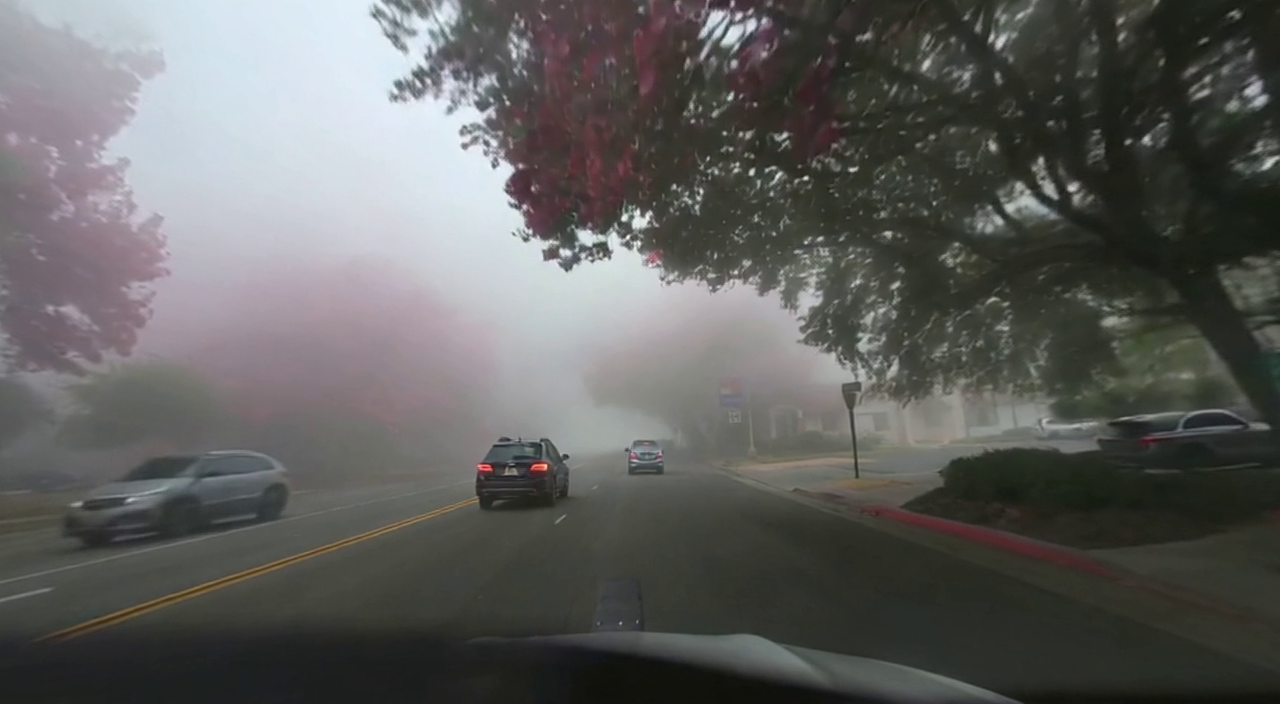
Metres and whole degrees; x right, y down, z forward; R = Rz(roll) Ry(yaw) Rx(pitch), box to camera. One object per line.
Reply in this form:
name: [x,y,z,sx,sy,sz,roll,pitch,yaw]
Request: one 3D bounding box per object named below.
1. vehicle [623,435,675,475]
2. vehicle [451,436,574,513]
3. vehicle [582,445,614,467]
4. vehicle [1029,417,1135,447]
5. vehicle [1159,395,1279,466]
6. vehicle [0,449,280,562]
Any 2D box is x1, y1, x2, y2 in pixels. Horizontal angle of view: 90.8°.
vehicle: [0.386,5.052,31.192,2.376,1.801,4.317,-1,-9,0]
vehicle: [-3.005,2.982,15.890,2.167,1.634,4.220,-1,-9,1]
vehicle: [-2.942,7.362,44.977,2.001,1.431,4.389,-1,-8,0]
vehicle: [23.169,4.277,33.361,1.987,1.465,4.819,0,-8,-2]
vehicle: [17.766,2.136,17.626,2.025,1.751,5.113,-5,-6,-2]
vehicle: [-9.606,2.832,12.544,2.190,1.744,4.612,-1,-8,0]
